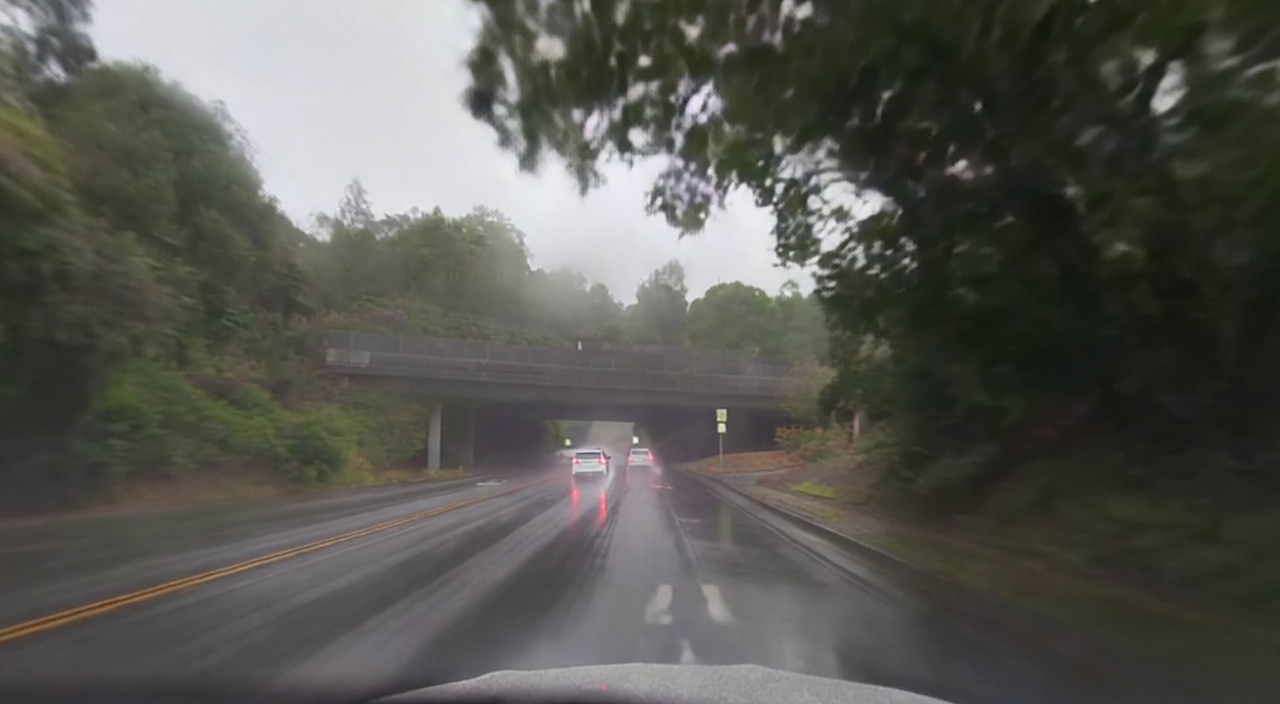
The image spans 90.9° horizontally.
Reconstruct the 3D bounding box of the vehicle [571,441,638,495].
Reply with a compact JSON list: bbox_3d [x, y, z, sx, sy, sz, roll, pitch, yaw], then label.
[{"bbox_3d":[-1.171,3.822,21.036,2.037,1.601,3.643,0,-9,-3],"label":"vehicle"}]
